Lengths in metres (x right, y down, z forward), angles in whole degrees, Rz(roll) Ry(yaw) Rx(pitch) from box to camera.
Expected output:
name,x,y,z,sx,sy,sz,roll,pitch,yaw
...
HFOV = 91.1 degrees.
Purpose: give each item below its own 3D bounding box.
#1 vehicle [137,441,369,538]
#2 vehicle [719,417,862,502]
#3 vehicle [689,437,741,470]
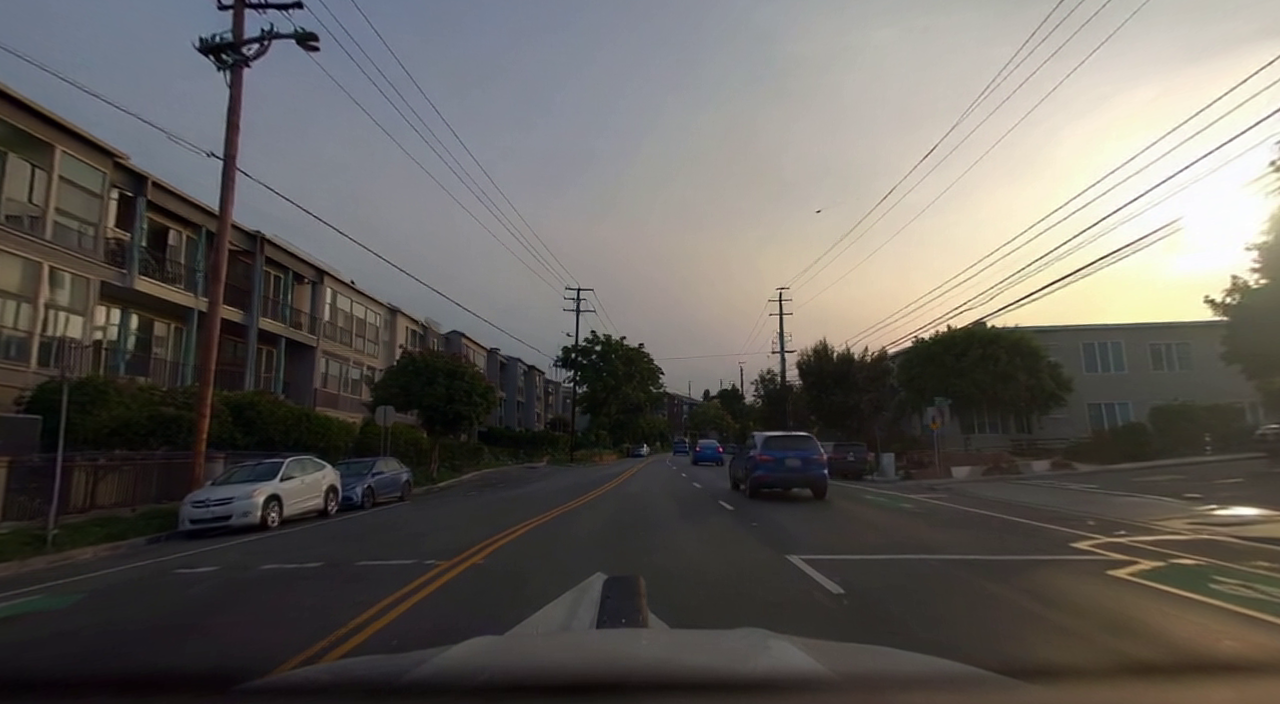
name,x,y,z,sx,sy,sz,roll,pitch,yaw
vehicle,-8.483,3.002,14.490,2.381,1.825,4.652,0,-8,0
vehicle,3.628,2.732,16.333,2.368,1.840,4.896,0,-8,-2
vehicle,3.727,5.111,31.875,2.028,1.552,4.370,0,-8,-1
